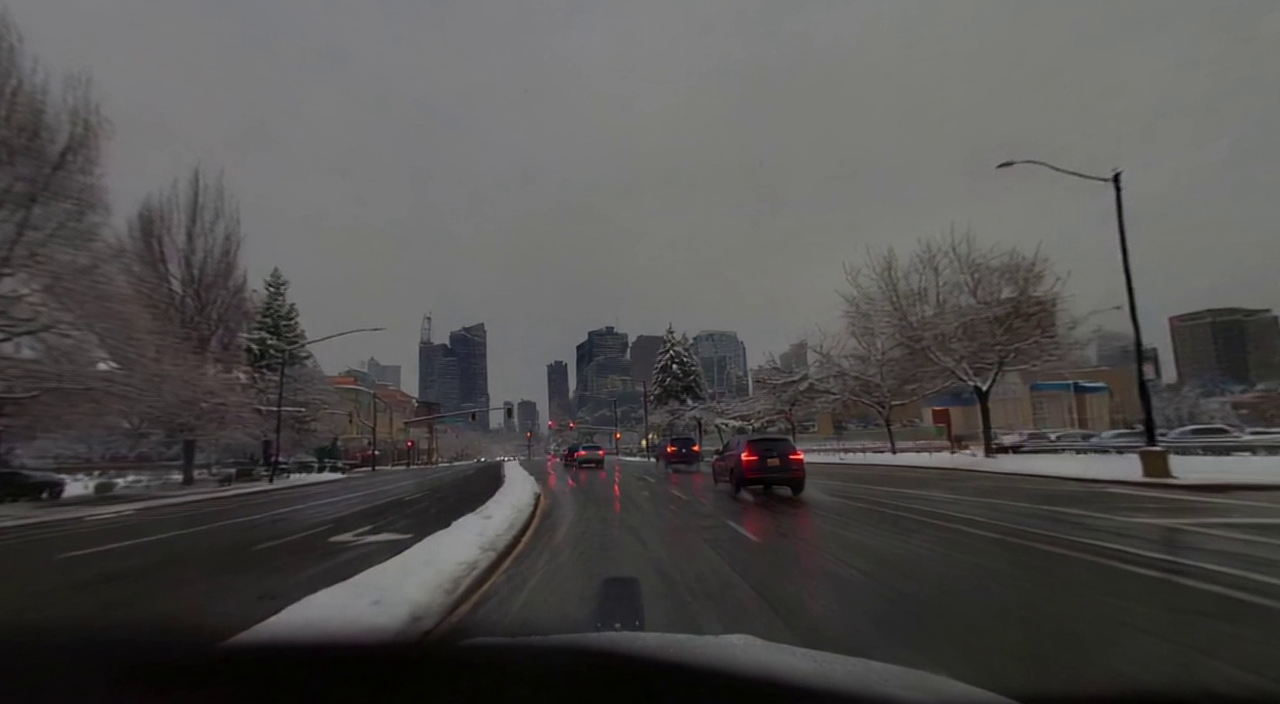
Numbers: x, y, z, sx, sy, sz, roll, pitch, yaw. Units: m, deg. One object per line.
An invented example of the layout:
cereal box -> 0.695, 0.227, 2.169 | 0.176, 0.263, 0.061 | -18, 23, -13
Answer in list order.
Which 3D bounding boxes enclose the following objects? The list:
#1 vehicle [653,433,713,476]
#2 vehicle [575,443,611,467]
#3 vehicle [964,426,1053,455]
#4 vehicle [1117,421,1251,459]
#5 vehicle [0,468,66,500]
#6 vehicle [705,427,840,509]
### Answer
vehicle -> 1.880, 4.720, 29.353 | 2.046, 1.768, 4.370 | -1, -8, -5
vehicle -> -3.124, 6.728, 41.518 | 2.068, 1.512, 3.987 | 1, -8, -8
vehicle -> 26.811, 6.420, 46.078 | 5.103, 1.947, 2.207 | -1, -8, -2
vehicle -> 27.385, 4.461, 31.943 | 4.736, 1.755, 2.221 | -1, -8, -2
vehicle -> -31.198, 6.579, 31.464 | 1.600, 1.375, 4.319 | 0, -9, -8
vehicle -> 2.859, 2.603, 14.621 | 1.966, 1.596, 3.980 | 0, -8, -4
